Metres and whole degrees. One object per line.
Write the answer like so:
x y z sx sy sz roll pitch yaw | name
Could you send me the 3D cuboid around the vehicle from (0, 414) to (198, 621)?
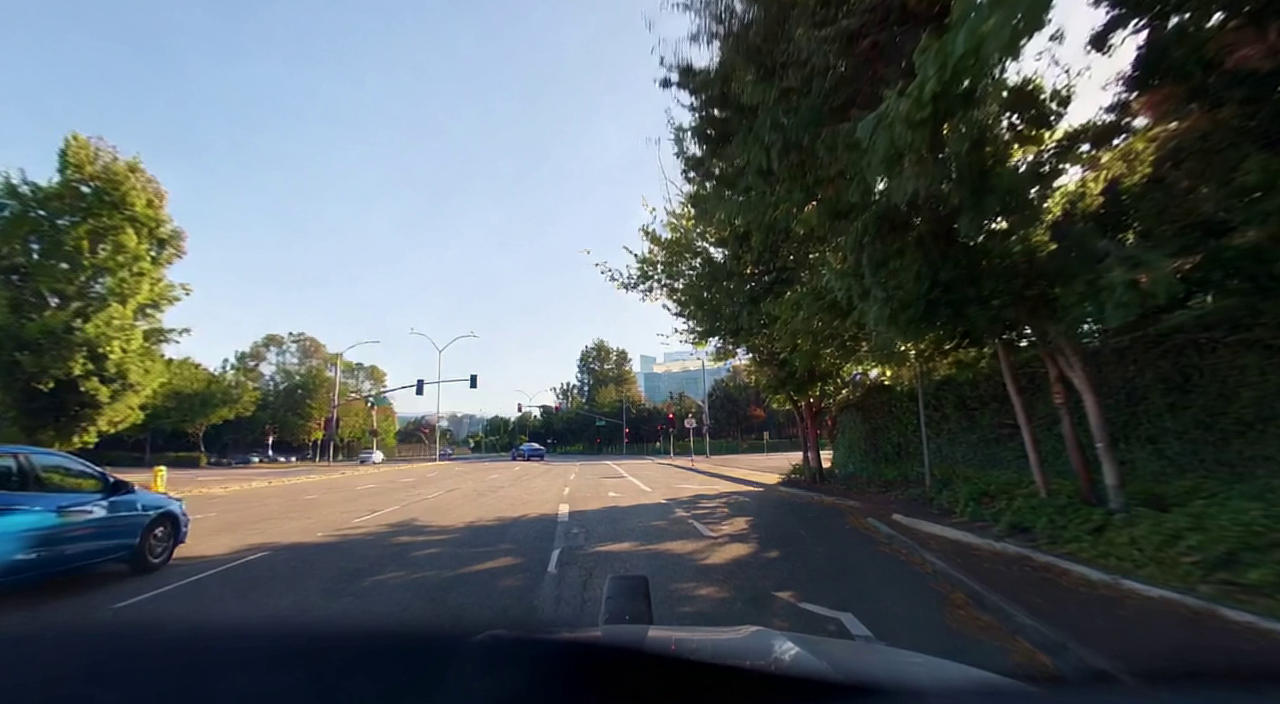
-5.808 1.245 4.763 2.096 1.521 4.231 1 -8 -5 | vehicle
